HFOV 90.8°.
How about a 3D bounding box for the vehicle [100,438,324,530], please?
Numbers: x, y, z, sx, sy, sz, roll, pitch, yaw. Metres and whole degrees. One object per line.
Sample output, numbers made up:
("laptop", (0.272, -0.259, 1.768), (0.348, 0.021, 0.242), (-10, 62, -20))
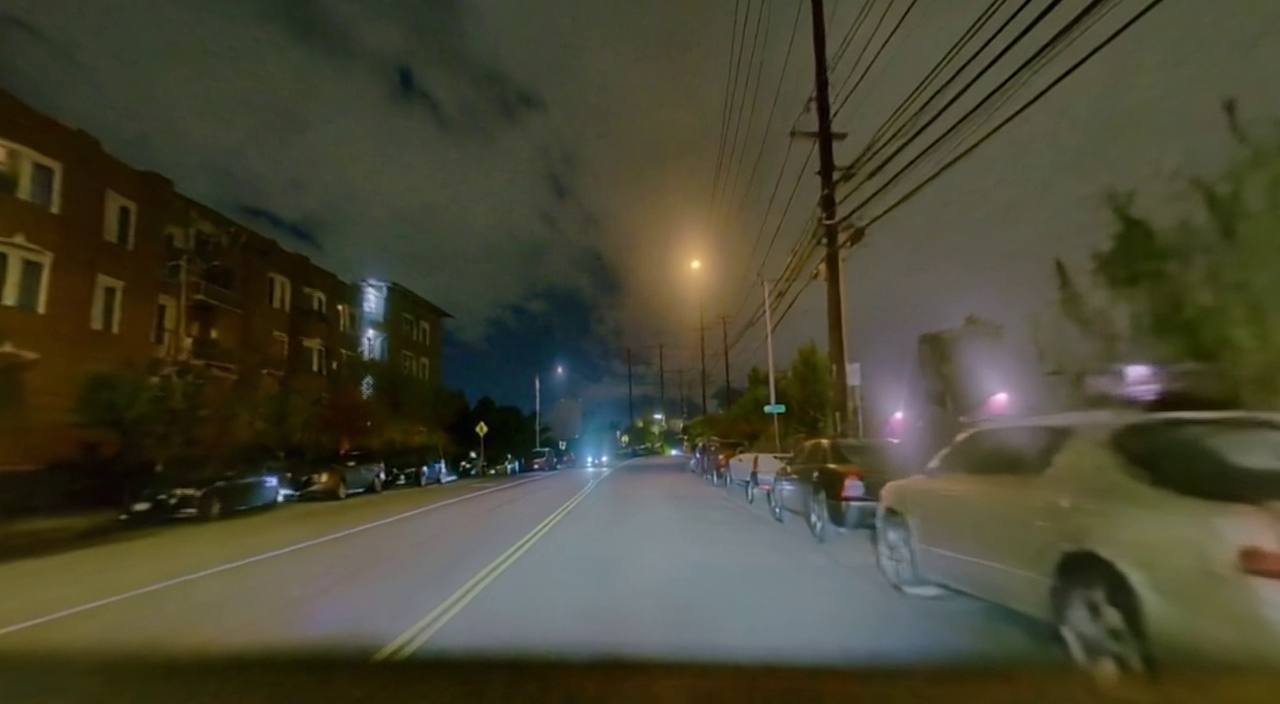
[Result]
("vehicle", (-11.330, 3.490, 17.377), (2.322, 2.037, 5.030), (-3, -9, 5))

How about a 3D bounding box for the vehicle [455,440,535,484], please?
("vehicle", (-6.362, 4.884, 28.324), (2.081, 1.760, 4.598), (0, -9, 6))

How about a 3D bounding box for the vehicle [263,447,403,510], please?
("vehicle", (-10.737, 4.387, 22.509), (2.134, 1.775, 4.706), (-8, -10, 8))

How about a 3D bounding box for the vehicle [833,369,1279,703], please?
("vehicle", (3.234, 1.202, 4.709), (2.037, 1.622, 4.270), (0, -9, -3))
